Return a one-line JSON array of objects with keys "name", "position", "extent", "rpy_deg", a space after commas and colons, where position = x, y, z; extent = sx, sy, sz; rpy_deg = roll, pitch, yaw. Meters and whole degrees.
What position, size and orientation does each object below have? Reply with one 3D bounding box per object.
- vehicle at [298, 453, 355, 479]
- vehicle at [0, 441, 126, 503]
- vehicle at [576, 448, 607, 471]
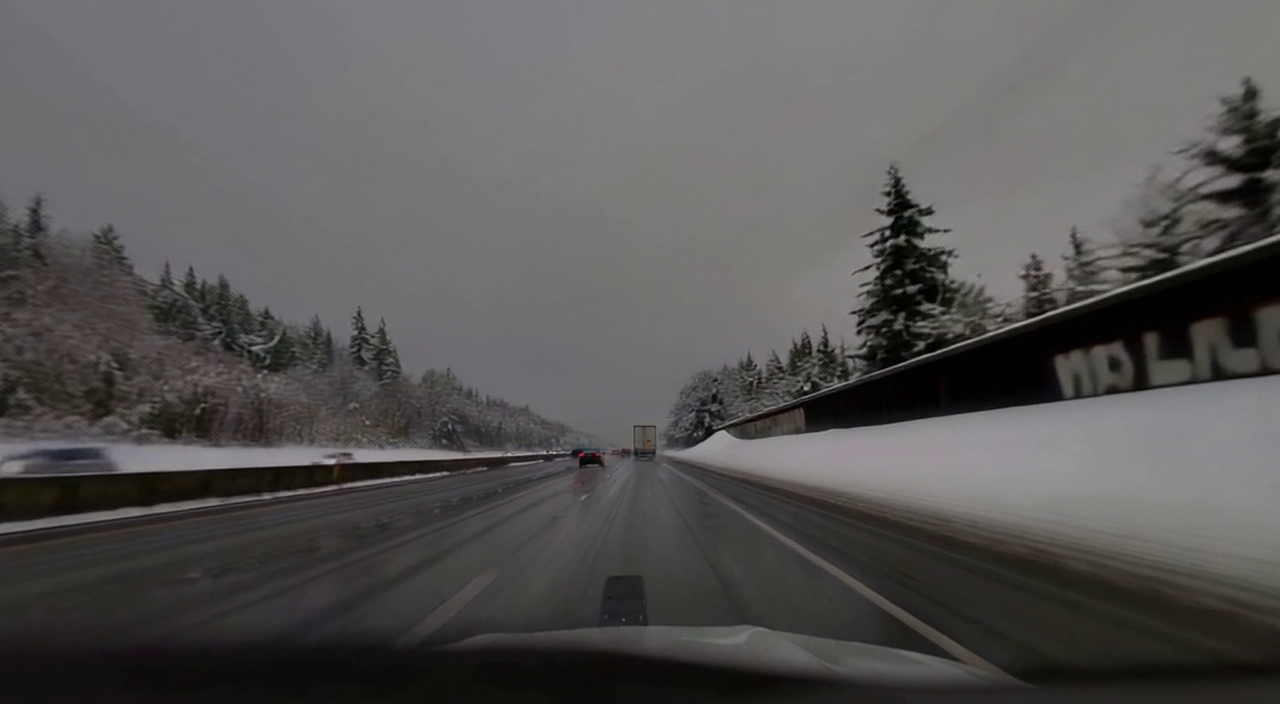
[{"name": "vehicle", "position": [-22.680, 8.219, 45.790], "extent": [1.758, 1.748, 4.516], "rpy_deg": [0, -9, 1]}, {"name": "vehicle", "position": [-18.094, 3.423, 18.275], "extent": [1.980, 1.638, 5.194], "rpy_deg": [0, -9, 0]}, {"name": "vehicle", "position": [-3.323, 7.472, 44.037], "extent": [1.803, 1.466, 4.509], "rpy_deg": [0, -9, 0]}]
